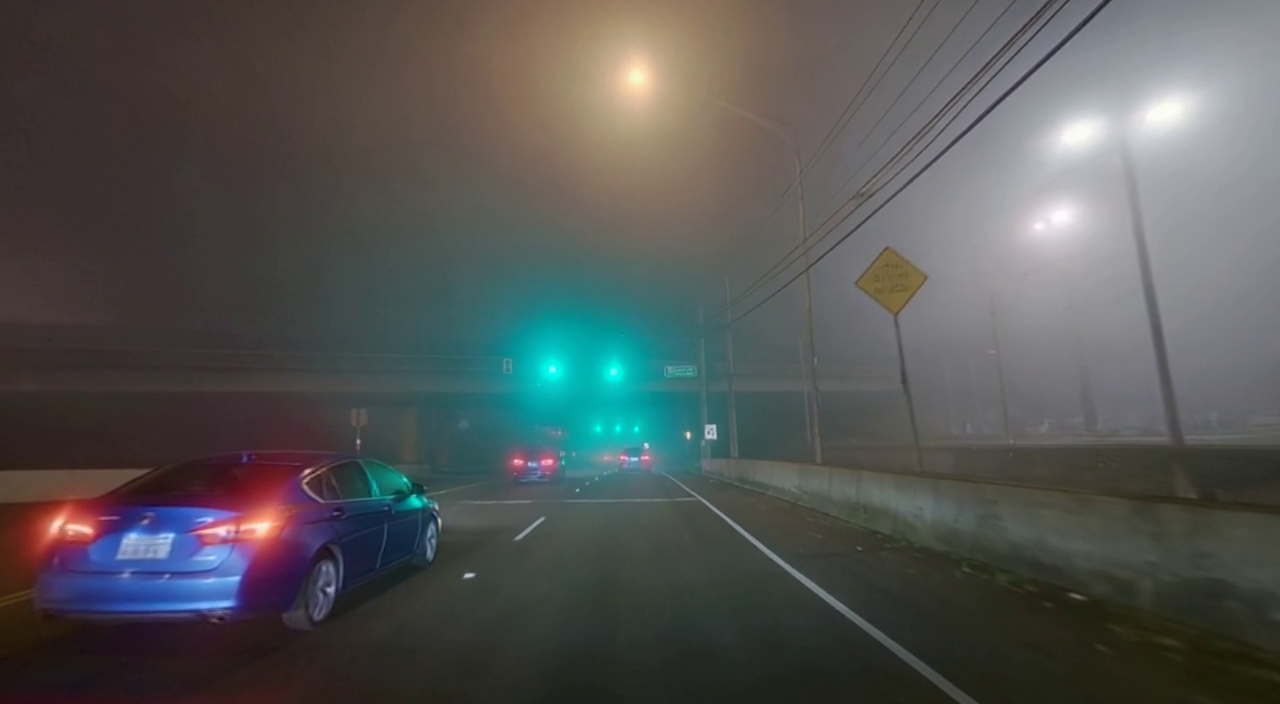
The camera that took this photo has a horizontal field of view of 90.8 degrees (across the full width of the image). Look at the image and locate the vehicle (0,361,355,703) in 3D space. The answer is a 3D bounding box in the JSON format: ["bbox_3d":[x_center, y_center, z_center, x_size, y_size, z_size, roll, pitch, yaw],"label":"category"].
[{"bbox_3d":[-3.490,1.006,3.357,1.925,1.666,4.271,0,-8,0],"label":"vehicle"}]

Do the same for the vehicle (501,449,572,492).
[{"bbox_3d":[-3.752,4.367,23.690,1.946,1.437,4.154,0,-8,0],"label":"vehicle"}]

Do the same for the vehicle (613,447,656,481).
[{"bbox_3d":[-0.277,5.487,31.248,1.985,1.565,3.968,0,-8,-1],"label":"vehicle"}]
